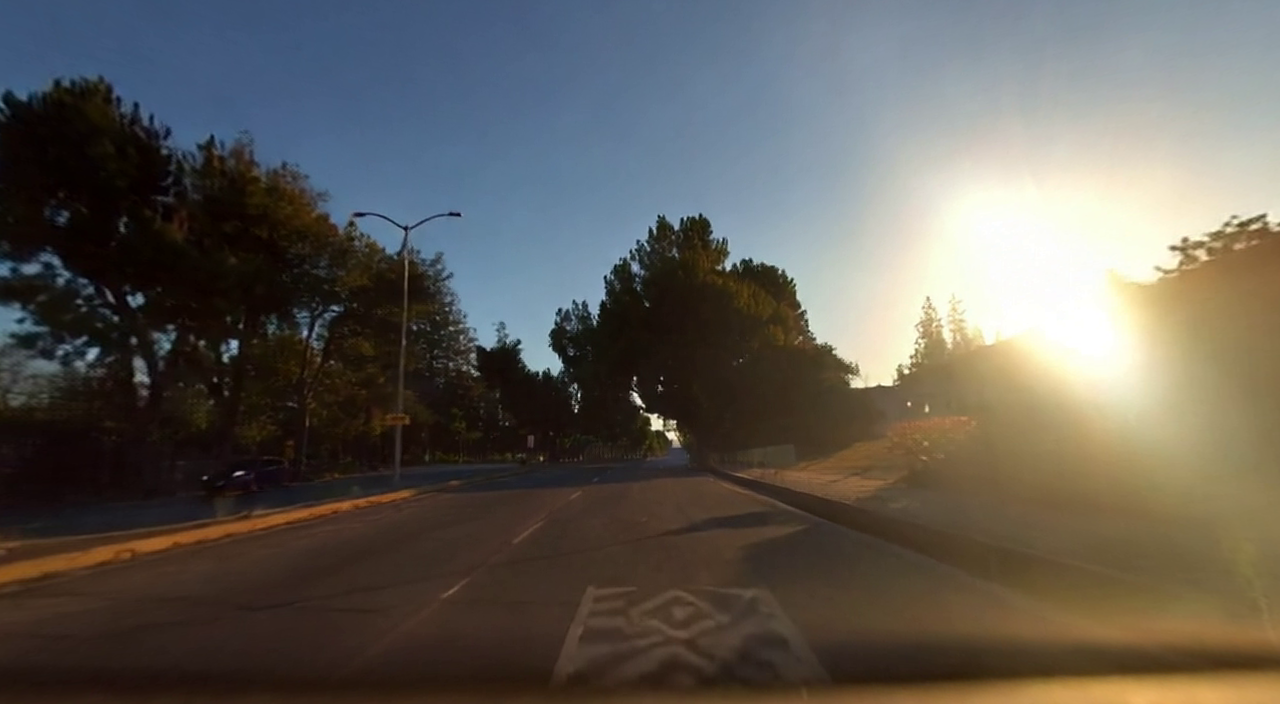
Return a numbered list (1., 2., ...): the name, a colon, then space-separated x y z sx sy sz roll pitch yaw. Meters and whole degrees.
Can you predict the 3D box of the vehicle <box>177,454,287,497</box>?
1. vehicle: -16.702 5.032 26.113 1.980 1.575 3.822 0 -9 -1
